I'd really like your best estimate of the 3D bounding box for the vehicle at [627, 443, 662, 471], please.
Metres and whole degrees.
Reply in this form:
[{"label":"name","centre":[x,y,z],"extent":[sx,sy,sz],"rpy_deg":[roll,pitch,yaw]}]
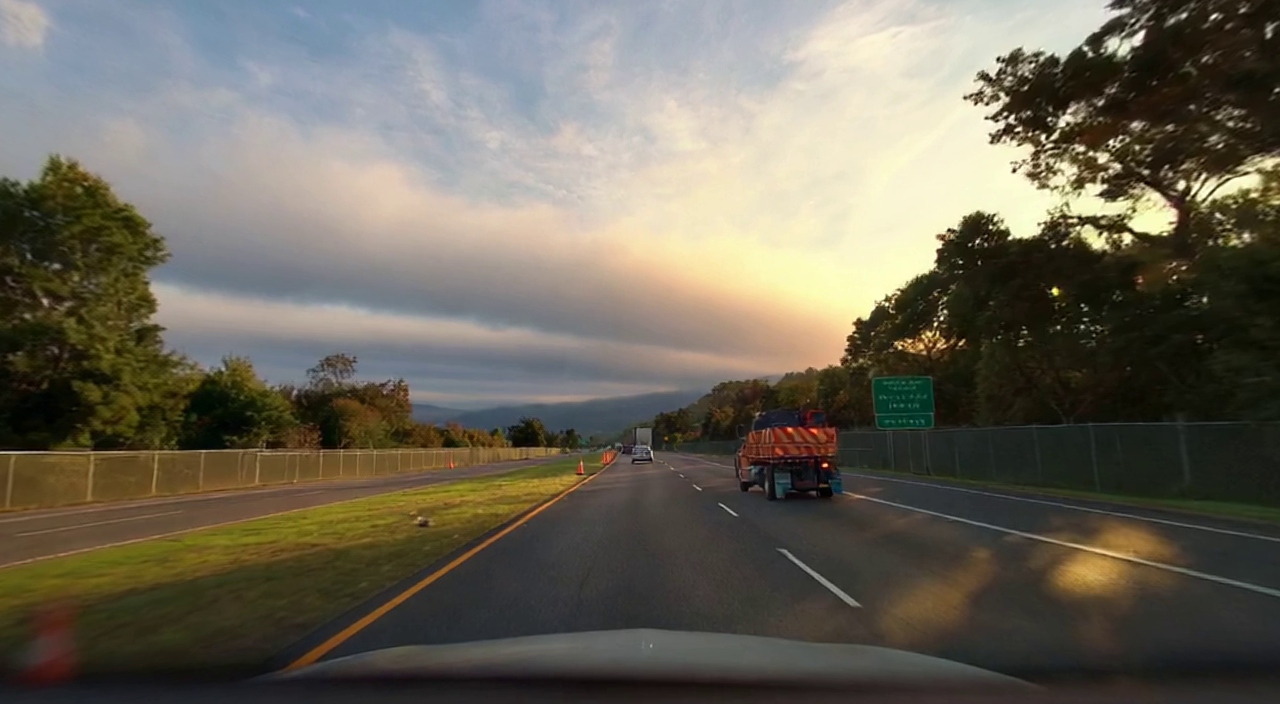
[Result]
[{"label":"vehicle","centre":[0.256,6.432,38.818],"extent":[2.065,1.573,3.734],"rpy_deg":[0,-9,-1]}]
